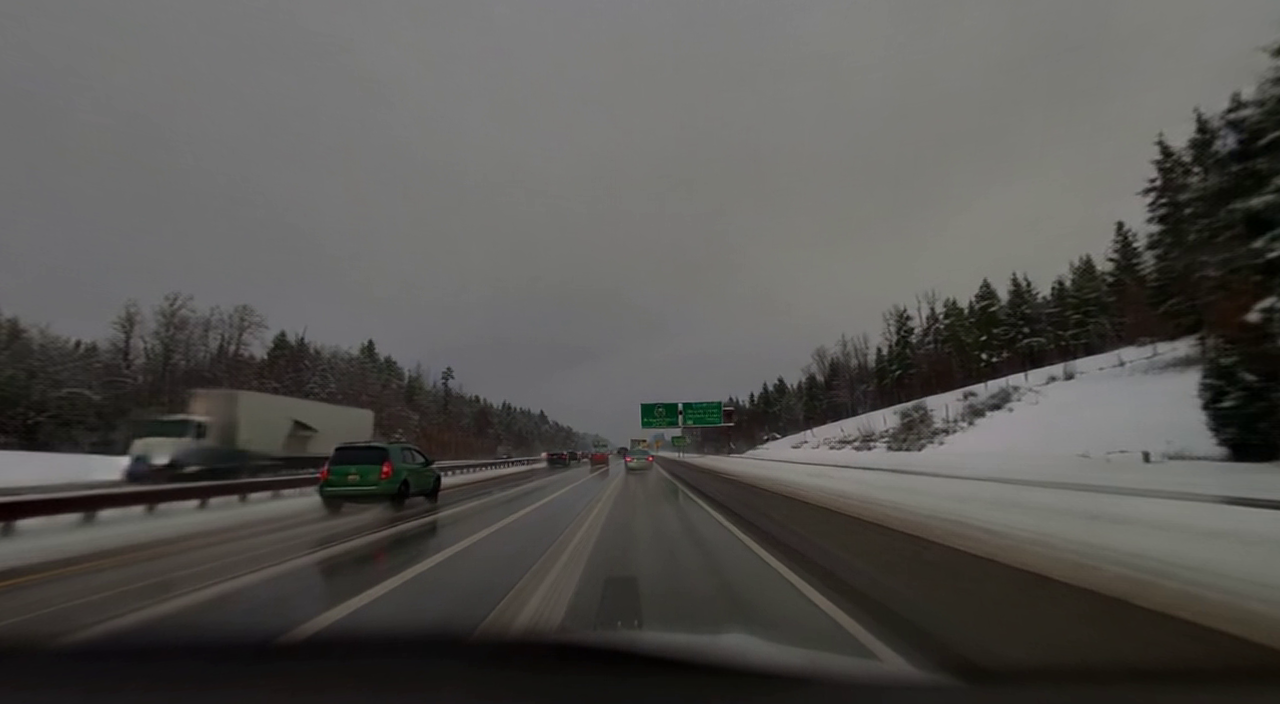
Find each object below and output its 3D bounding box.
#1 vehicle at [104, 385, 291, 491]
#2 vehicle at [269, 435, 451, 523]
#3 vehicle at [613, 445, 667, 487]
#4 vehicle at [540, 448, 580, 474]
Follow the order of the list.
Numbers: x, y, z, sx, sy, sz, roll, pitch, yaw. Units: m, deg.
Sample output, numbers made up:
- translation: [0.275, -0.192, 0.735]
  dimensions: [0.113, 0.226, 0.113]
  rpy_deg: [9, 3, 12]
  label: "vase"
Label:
- translation: [-17.842, 3.587, 26.041]
  dimensions: [3.045, 3.825, 6.229]
  rpy_deg: [0, -9, 0]
  label: "vehicle"
- translation: [-5.876, 2.698, 13.898]
  dimensions: [2.058, 1.626, 4.118]
  rpy_deg: [0, -9, 1]
  label: "vehicle"
- translation: [-0.027, 4.336, 24.136]
  dimensions: [1.940, 1.451, 3.512]
  rpy_deg: [0, -9, -1]
  label: "vehicle"
- translation: [-4.874, 6.651, 38.690]
  dimensions: [1.892, 1.481, 4.180]
  rpy_deg: [0, -9, 1]
  label: "vehicle"
